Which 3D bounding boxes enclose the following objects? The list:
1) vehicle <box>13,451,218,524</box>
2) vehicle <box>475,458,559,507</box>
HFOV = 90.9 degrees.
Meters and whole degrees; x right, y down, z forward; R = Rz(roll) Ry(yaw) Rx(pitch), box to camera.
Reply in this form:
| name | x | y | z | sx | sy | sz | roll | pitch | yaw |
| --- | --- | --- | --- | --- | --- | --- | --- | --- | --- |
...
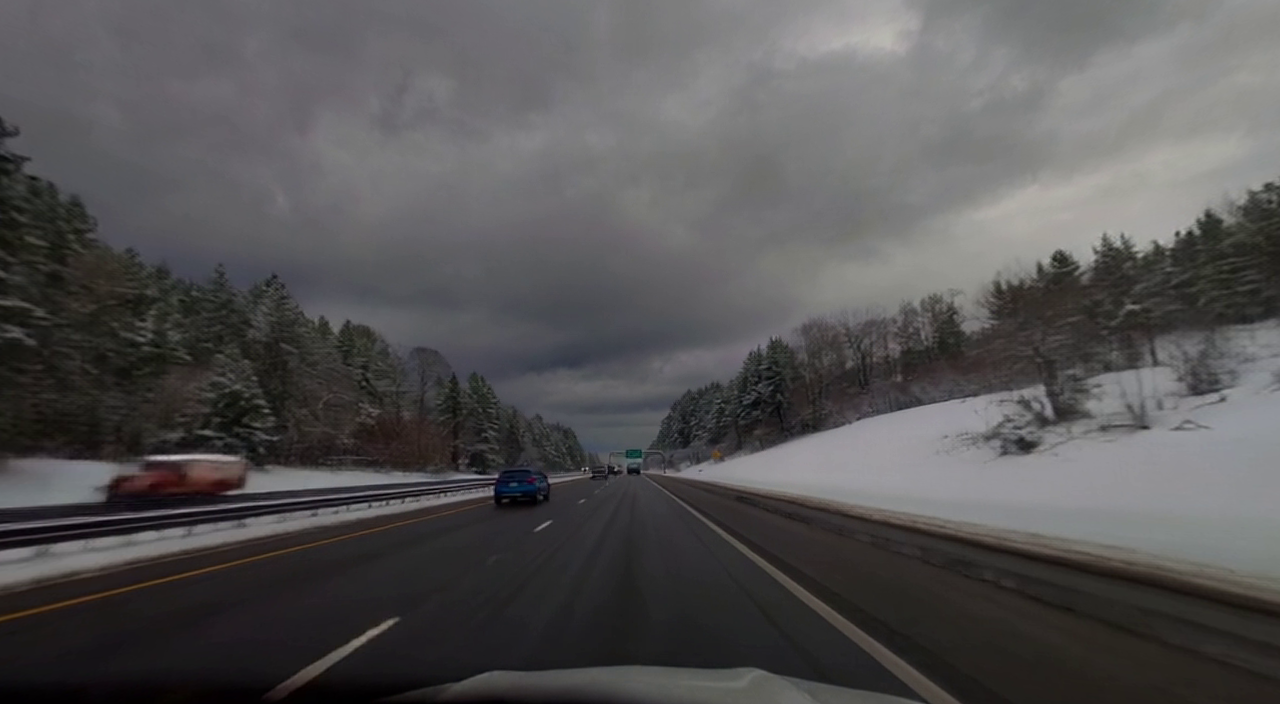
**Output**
| name | x | y | z | sx | sy | sz | roll | pitch | yaw |
| --- | --- | --- | --- | --- | --- | --- | --- | --- | --- |
| vehicle | -13.198 | 3.437 | 16.247 | 1.814 | 1.610 | 3.906 | 1 | -11 | 0 |
| vehicle | -4.257 | 4.641 | 22.652 | 2.040 | 1.525 | 4.603 | 1 | -11 | 1 |
